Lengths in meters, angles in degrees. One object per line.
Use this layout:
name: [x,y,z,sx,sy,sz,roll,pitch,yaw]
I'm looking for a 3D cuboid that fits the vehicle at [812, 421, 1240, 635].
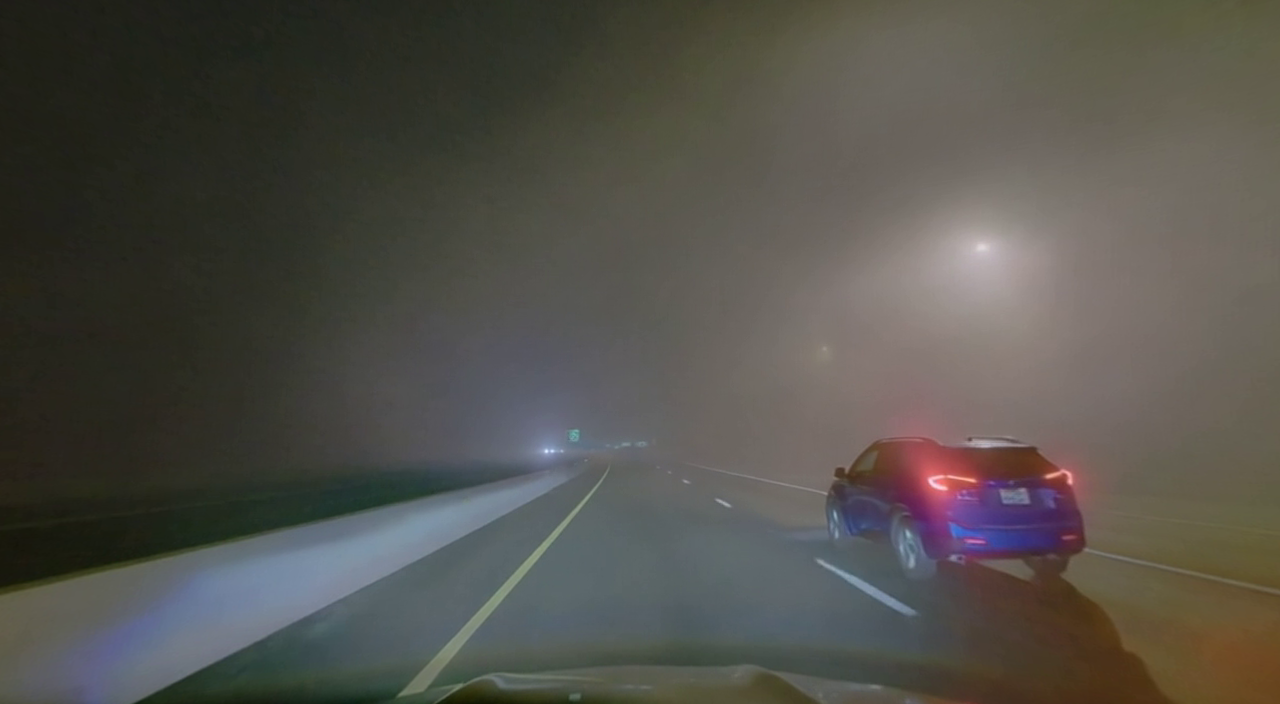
vehicle: [3.553,1.679,7.003,2.002,1.604,4.265,0,-9,-1]
